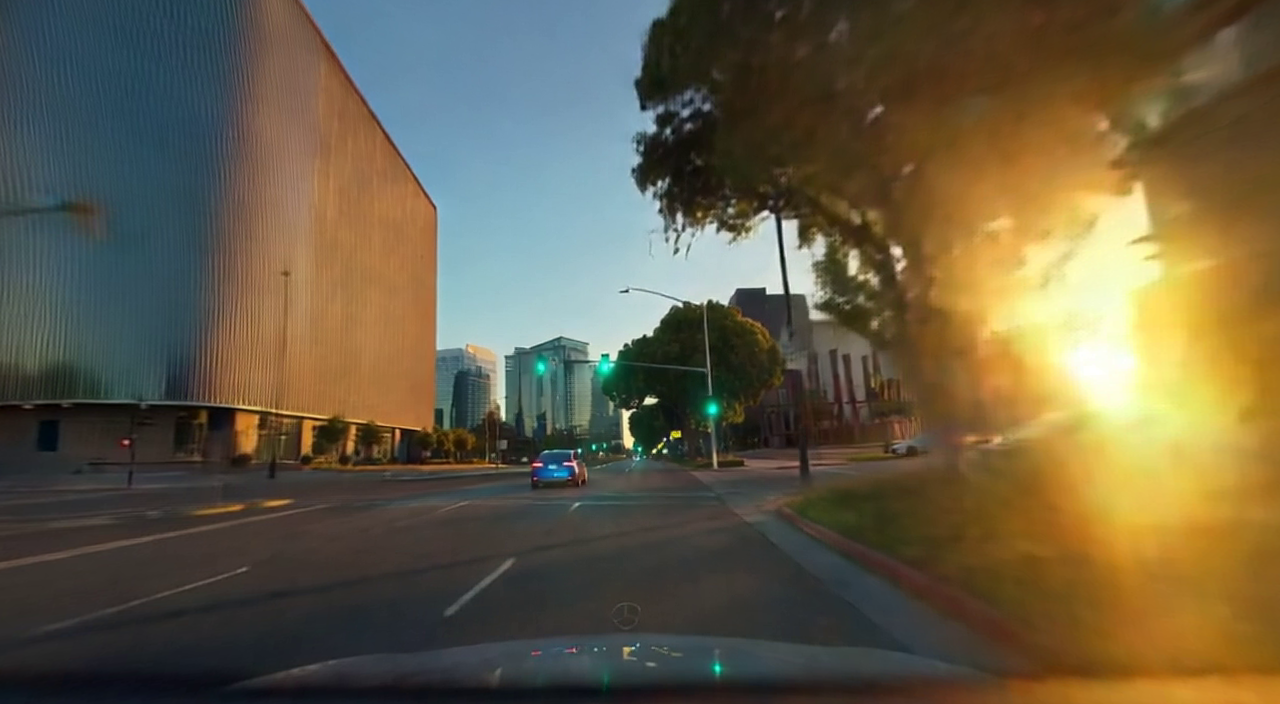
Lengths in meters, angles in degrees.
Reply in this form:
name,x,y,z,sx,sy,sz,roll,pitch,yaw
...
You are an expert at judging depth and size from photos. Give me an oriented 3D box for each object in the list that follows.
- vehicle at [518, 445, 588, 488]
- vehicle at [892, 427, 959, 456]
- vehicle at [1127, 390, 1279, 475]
name,x,y,z,sx,sy,sz,roll,pitch,yaw
vehicle,-3.248,4.398,24.499,1.971,1.486,4.380,0,-9,2
vehicle,16.735,5.298,37.134,1.851,1.594,4.324,0,-9,-1
vehicle,12.346,1.581,12.258,4.002,1.489,2.028,0,-9,-1
